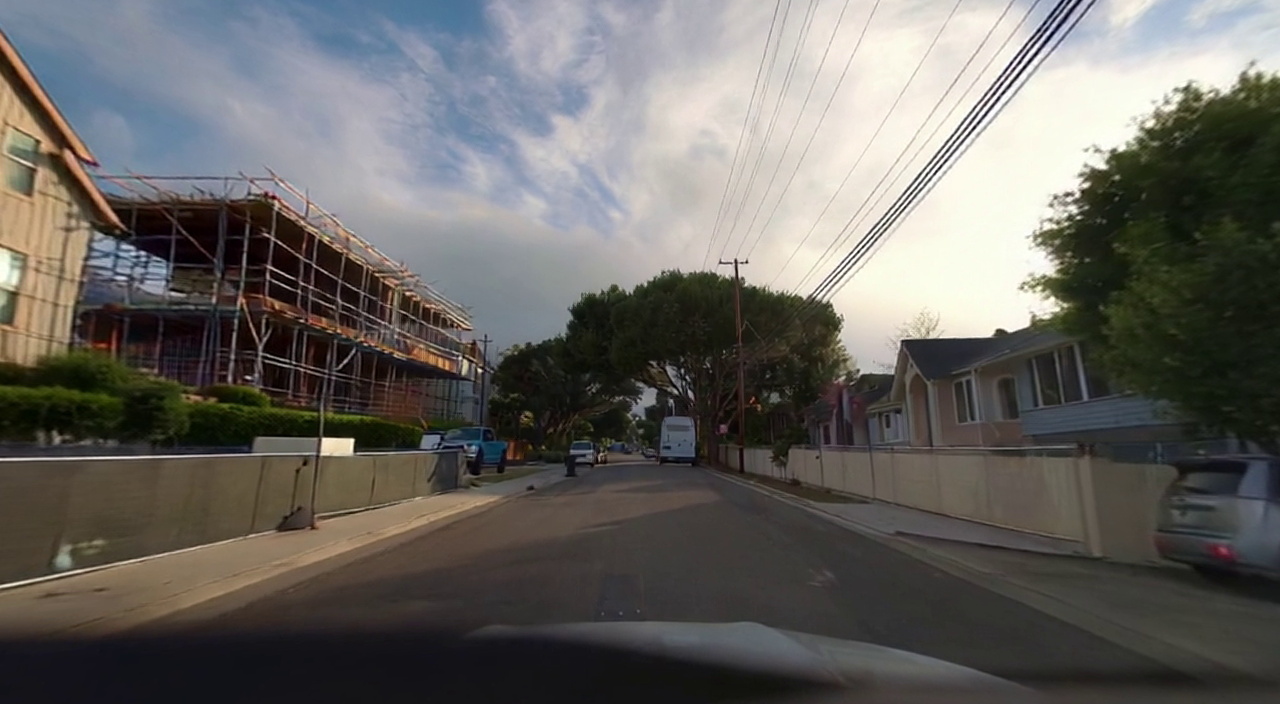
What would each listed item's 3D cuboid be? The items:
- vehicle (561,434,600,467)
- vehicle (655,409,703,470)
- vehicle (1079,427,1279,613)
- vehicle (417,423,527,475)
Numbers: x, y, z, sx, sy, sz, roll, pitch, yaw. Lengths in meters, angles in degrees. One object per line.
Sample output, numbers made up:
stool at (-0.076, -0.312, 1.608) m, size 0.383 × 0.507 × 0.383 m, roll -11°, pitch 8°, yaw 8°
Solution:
vehicle at (-4.291, 7.116, 45.866) m, size 2.171 × 1.910 × 4.789 m, roll -1°, pitch -4°, yaw 2°
vehicle at (2.819, 6.568, 46.524) m, size 2.915 × 3.793 × 9.963 m, roll 4°, pitch -9°, yaw 4°
vehicle at (9.059, 2.147, 7.660) m, size 5.661 × 1.850 × 2.479 m, roll 5°, pitch -8°, yaw 2°
vehicle at (-6.673, 3.970, 25.883) m, size 2.238 × 1.895 × 5.648 m, roll -1°, pitch -9°, yaw 8°
